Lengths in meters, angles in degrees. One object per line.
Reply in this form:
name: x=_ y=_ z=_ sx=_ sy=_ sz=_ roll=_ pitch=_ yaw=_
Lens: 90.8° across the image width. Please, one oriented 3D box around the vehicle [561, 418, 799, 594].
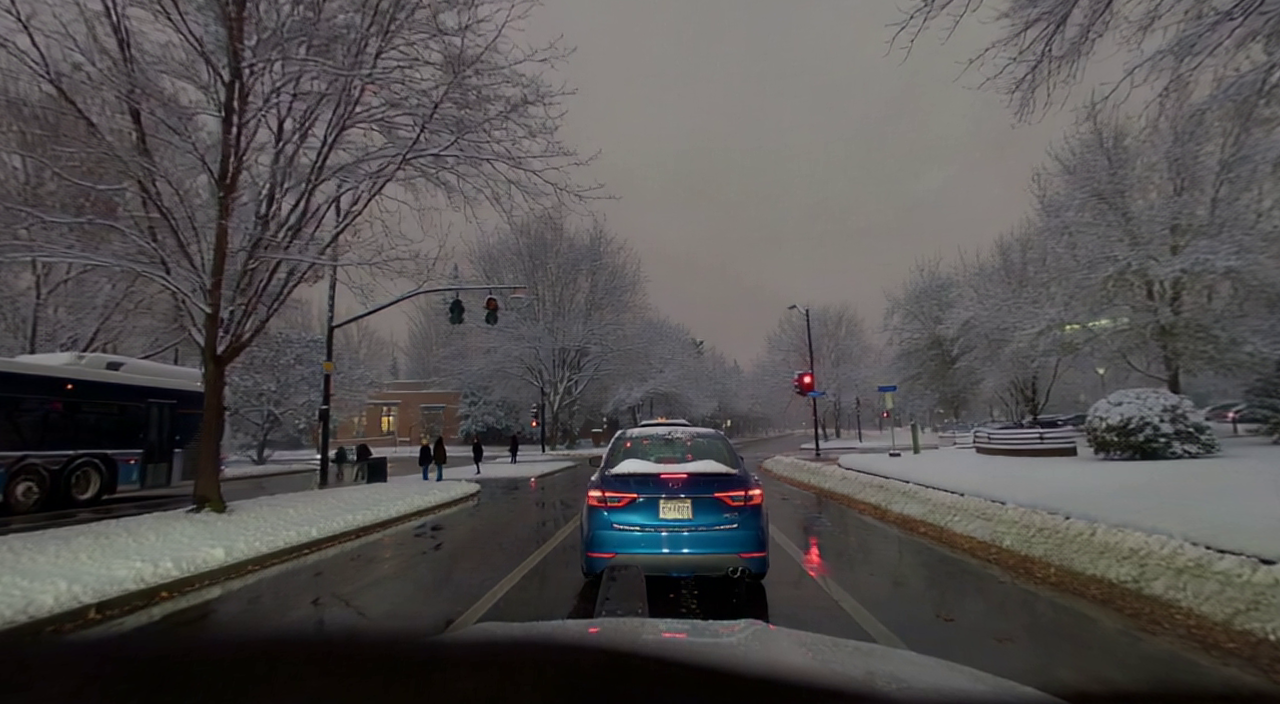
vehicle: x=0.381 y=1.611 z=7.406 sx=2.035 sy=1.499 sz=3.799 roll=0 pitch=-8 yaw=1
